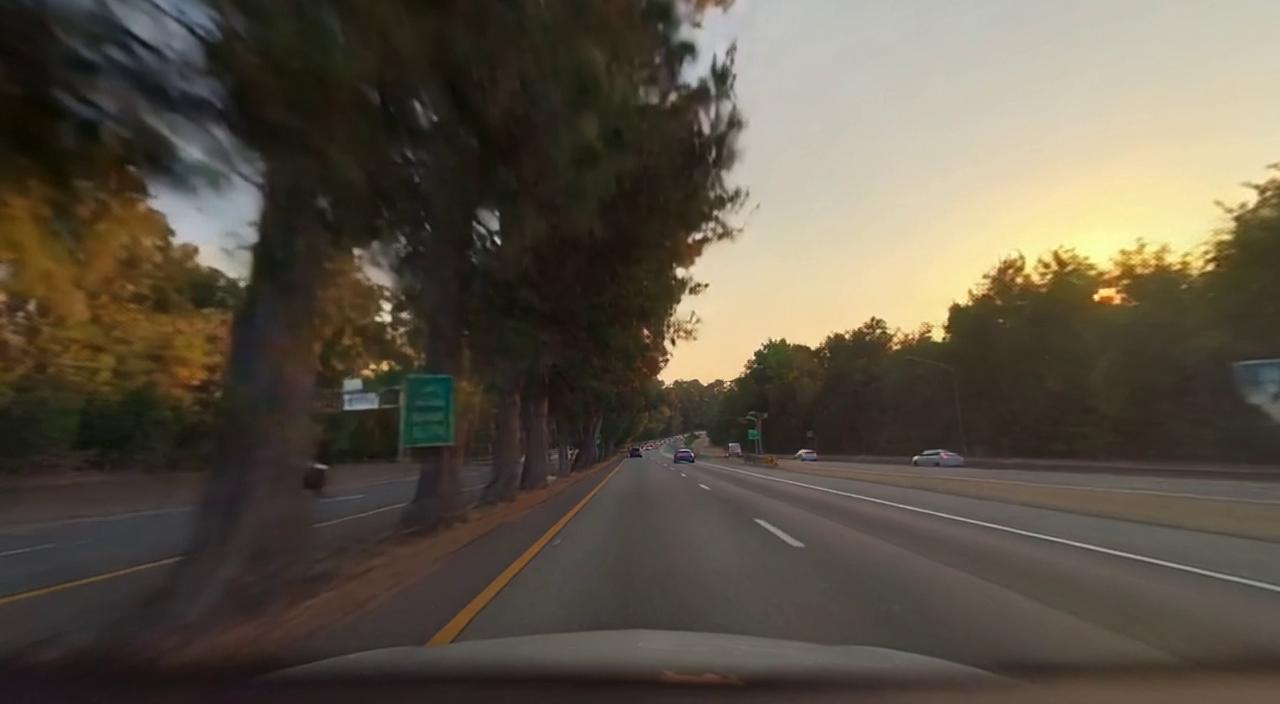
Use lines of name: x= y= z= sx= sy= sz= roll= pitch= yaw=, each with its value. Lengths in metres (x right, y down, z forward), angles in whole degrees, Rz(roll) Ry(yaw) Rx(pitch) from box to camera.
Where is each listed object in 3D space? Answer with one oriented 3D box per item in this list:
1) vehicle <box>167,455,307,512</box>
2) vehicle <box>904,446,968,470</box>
vehicle: x=-12.686 y=4.121 z=20.182 sx=1.854 sy=1.581 sz=3.953 roll=0 pitch=-9 yaw=0
vehicle: x=18.759 y=6.724 z=40.078 sx=1.926 sy=1.386 sz=3.719 roll=1 pitch=-9 yaw=-7
